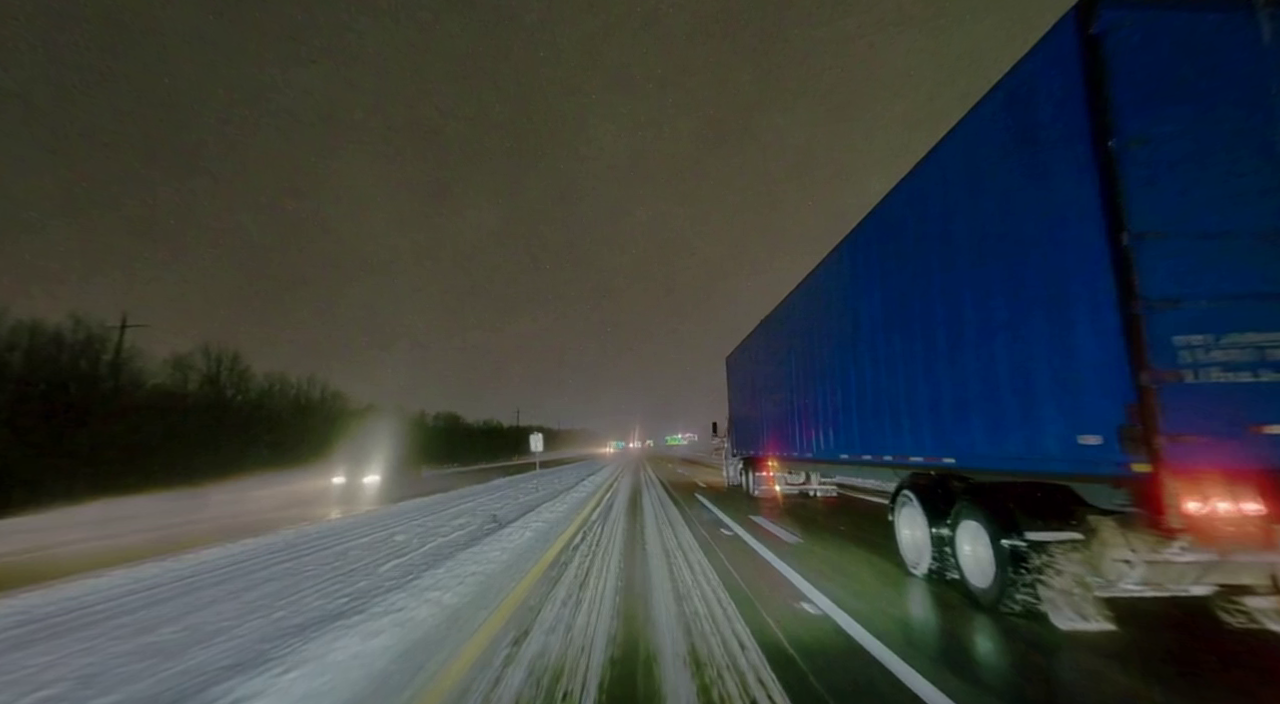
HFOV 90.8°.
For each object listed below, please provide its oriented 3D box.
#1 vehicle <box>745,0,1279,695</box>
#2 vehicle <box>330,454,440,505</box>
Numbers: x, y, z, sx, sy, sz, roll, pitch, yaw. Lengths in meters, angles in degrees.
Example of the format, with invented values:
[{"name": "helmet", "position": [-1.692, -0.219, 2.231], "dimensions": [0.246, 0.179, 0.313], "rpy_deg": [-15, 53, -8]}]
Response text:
[{"name": "vehicle", "position": [4.291, 0.767, 9.998], "dimensions": [2.937, 4.082, 12.918], "rpy_deg": [0, -9, 0]}, {"name": "vehicle", "position": [-8.634, 4.330, 21.852], "dimensions": [1.928, 1.510, 4.485], "rpy_deg": [0, -9, 0]}]
